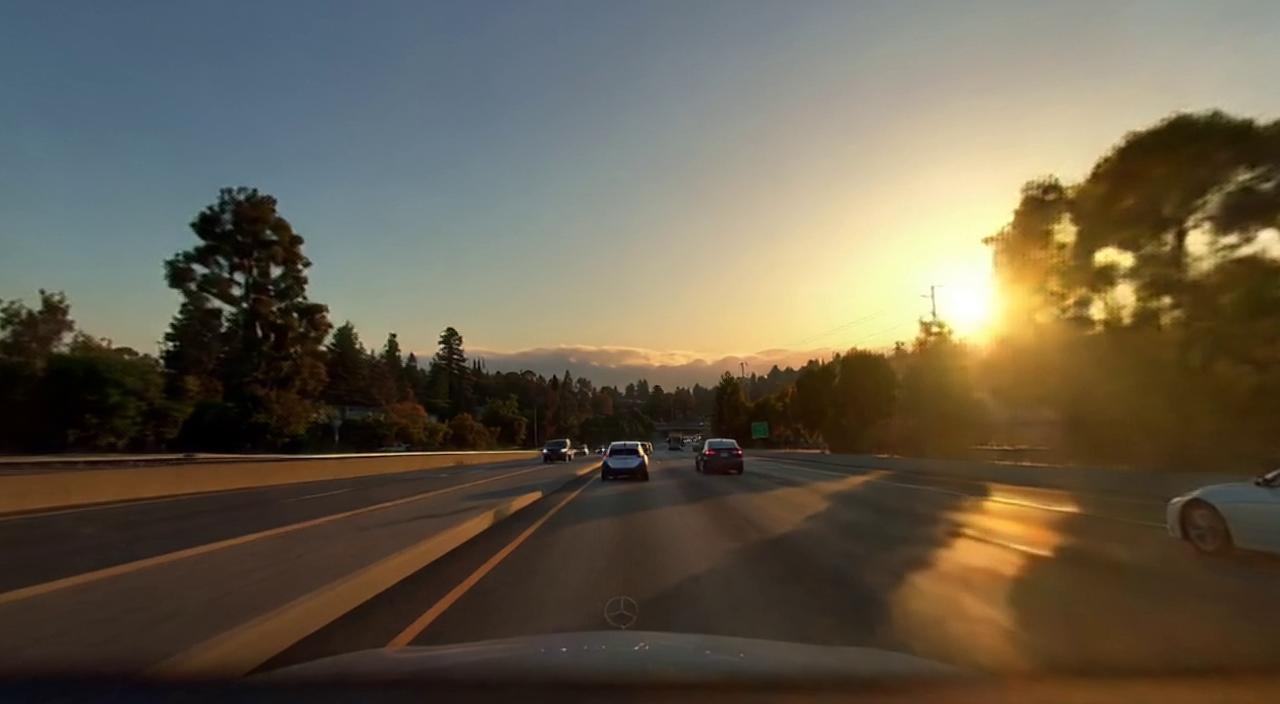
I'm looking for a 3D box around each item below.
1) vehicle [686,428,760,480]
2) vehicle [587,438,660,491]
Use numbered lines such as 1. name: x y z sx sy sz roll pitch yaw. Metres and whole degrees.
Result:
1. vehicle: 3.181 4.043 25.254 2.186 1.842 4.553 0 -8 -2
2. vehicle: -0.457 3.417 19.537 2.040 1.451 3.736 0 -8 0
